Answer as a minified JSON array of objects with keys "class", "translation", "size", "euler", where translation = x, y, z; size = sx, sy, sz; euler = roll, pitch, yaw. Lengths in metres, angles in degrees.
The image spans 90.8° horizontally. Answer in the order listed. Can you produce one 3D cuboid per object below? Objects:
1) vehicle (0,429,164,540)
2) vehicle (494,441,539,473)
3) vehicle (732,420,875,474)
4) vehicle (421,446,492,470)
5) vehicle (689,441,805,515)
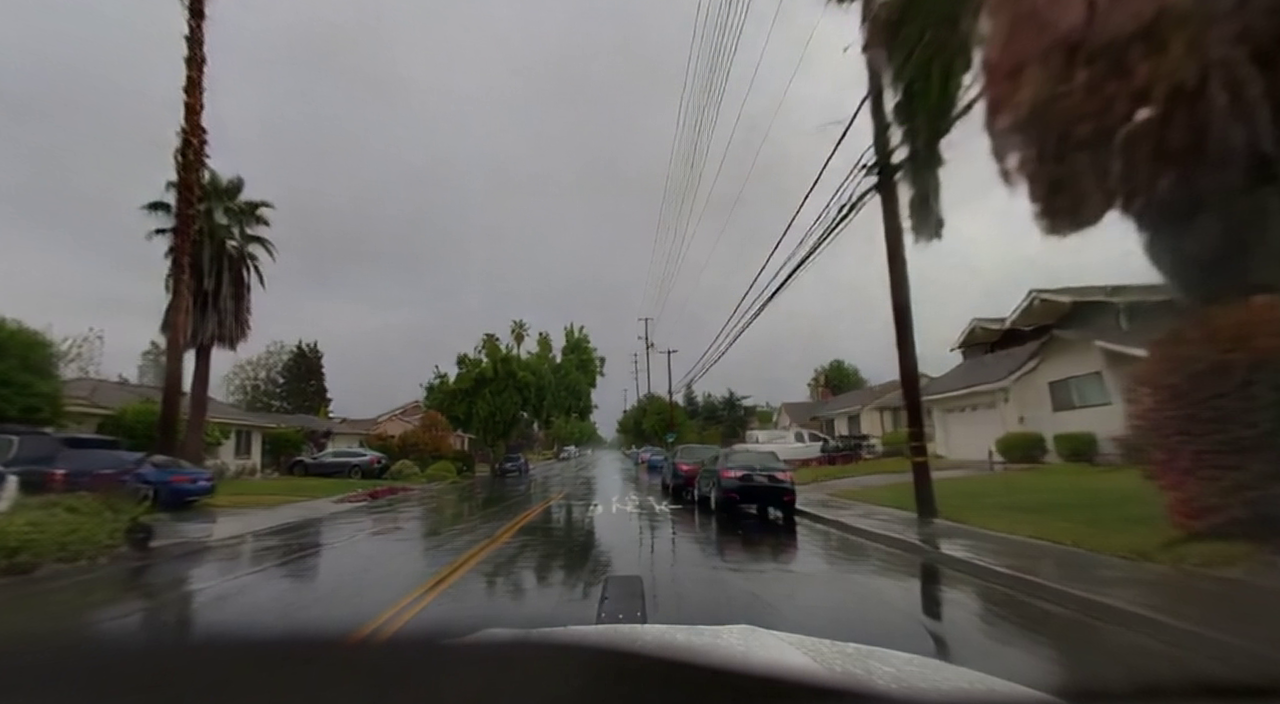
[{"class":"vehicle","translation":[-12.157,2.450,12.121],"size":[4.469,1.883,2.044],"euler":[-1,-8,5]},{"class":"vehicle","translation":[-8.194,7.076,42.279],"size":[2.156,1.932,4.518],"euler":[-2,-11,-1]},{"class":"vehicle","translation":[7.410,4.389,29.293],"size":[5.900,2.328,2.603],"euler":[0,-8,2]},{"class":"vehicle","translation":[-13.515,7.838,46.747],"size":[4.529,1.677,2.204],"euler":[0,-8,-2]},{"class":"vehicle","translation":[2.335,2.859,14.855],"size":[1.870,1.490,3.802],"euler":[0,-8,-3]}]
